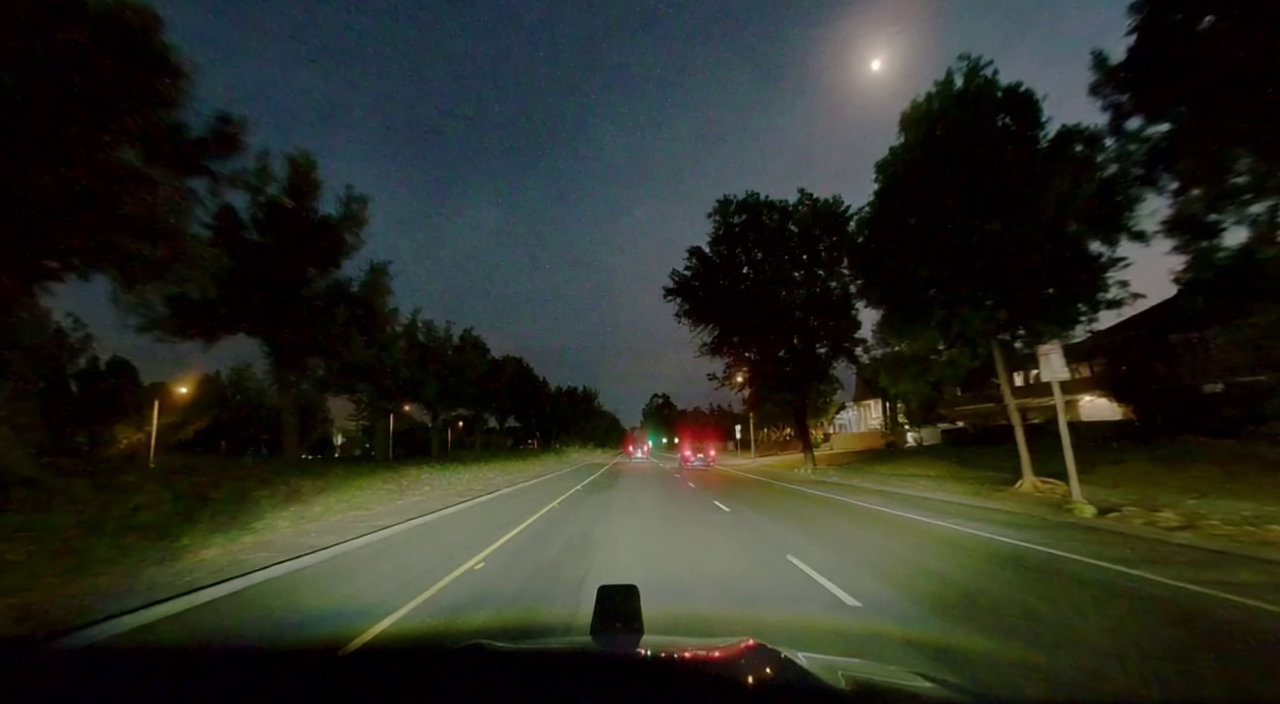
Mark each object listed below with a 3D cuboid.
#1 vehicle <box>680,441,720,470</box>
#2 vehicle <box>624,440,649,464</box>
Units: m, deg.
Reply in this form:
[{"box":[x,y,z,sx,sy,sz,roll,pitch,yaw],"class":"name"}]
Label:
[{"box":[3.561,6.185,38.014,1.888,1.640,4.044,0,-9,-2],"class":"vehicle"},{"box":[-0.294,7.855,49.680,1.925,1.799,4.257,0,-9,-1],"class":"vehicle"}]
